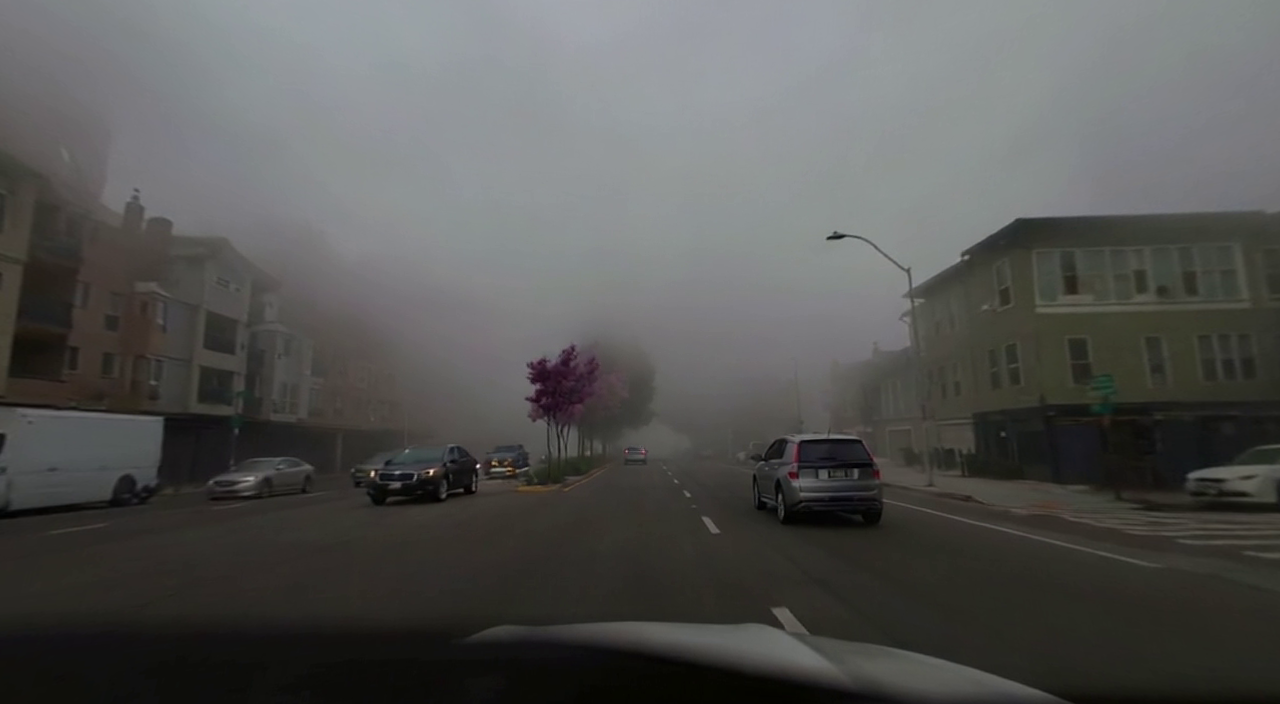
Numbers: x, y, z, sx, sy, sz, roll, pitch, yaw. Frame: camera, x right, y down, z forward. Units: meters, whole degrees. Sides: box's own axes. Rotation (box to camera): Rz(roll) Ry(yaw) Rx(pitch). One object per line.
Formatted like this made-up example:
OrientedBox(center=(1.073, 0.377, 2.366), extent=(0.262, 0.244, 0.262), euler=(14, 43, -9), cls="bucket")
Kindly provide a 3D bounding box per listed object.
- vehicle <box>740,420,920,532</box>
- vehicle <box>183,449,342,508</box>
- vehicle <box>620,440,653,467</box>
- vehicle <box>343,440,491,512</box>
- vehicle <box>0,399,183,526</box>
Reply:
OrientedBox(center=(3.365, 2.290, 12.291), extent=(2.071, 1.747, 4.549), euler=(0, -8, 0), cls="vehicle")
OrientedBox(center=(-11.353, 3.780, 19.435), extent=(1.932, 1.521, 4.738), euler=(0, -8, 1), cls="vehicle")
OrientedBox(center=(-0.239, 7.405, 46.167), extent=(2.244, 1.813, 4.129), euler=(0, -8, 0), cls="vehicle")
OrientedBox(center=(-5.592, 3.119, 16.546), extent=(2.012, 1.501, 4.626), euler=(-2, -7, 3), cls="vehicle")
OrientedBox(center=(-16.142, 2.903, 16.870), extent=(2.449, 2.924, 6.859), euler=(0, -8, 1), cls="vehicle")
